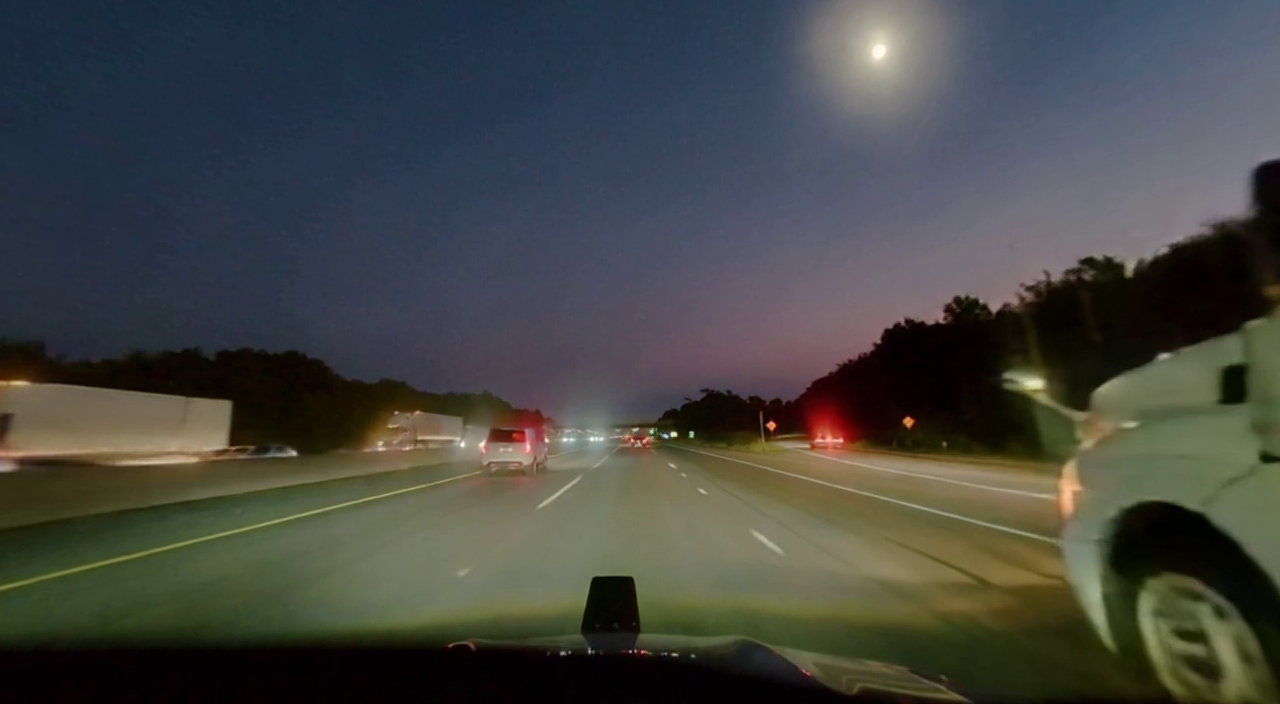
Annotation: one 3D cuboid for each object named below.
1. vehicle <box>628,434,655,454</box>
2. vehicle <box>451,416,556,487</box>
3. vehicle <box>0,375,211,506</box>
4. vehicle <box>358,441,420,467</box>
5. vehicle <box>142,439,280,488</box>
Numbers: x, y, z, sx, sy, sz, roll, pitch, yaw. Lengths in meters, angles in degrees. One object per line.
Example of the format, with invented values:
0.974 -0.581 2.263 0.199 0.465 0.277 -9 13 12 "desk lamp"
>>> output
0.063 7.236 49.549 2.051 1.528 4.265 0 -8 -1 "vehicle"
-3.947 2.972 19.154 2.115 1.887 4.721 0 -8 0 "vehicle"
-19.354 2.910 20.656 3.025 3.610 10.687 0 -8 0 "vehicle"
-15.777 6.406 39.816 2.020 1.514 4.549 0 -8 1 "vehicle"
-16.108 4.169 23.989 2.010 1.631 4.625 0 -8 0 "vehicle"
